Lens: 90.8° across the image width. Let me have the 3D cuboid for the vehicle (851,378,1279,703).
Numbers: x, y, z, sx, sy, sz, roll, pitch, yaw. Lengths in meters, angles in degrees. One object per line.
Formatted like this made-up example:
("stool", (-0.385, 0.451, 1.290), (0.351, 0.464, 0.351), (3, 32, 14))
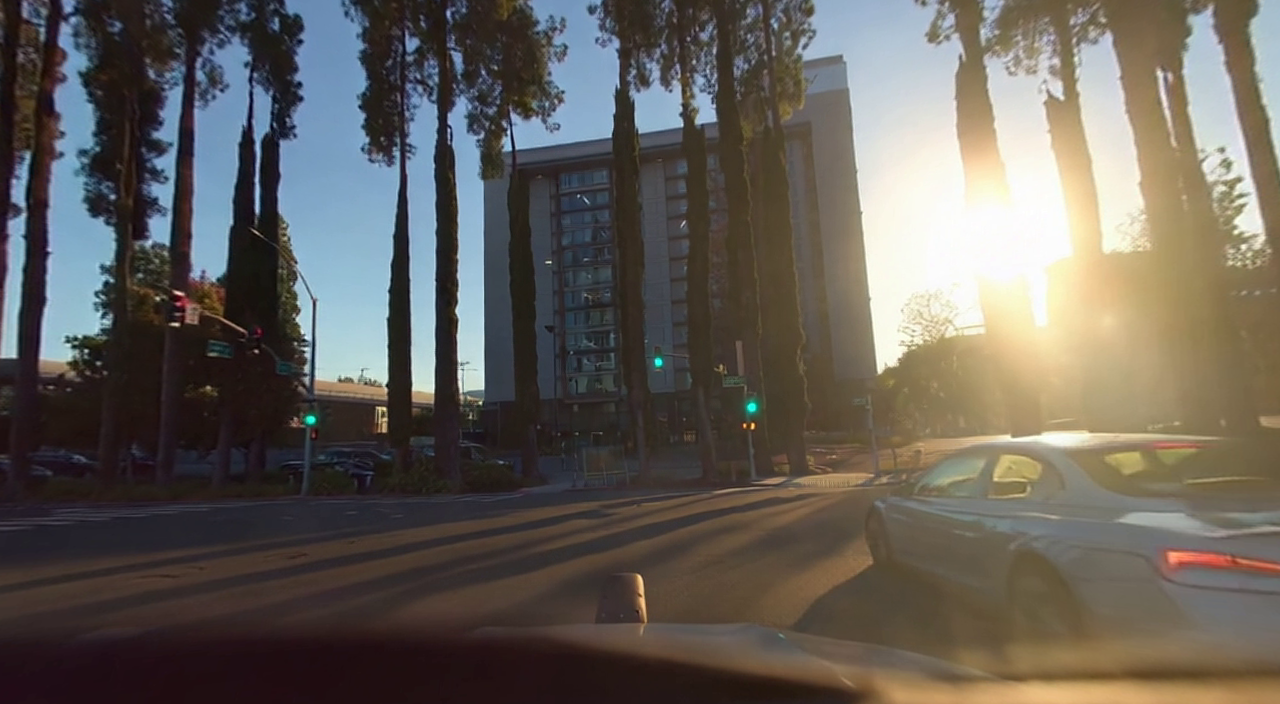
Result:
("vehicle", (3.309, 1.195, 4.718), (1.903, 1.529, 4.254), (0, -9, -1))

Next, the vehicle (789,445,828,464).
("vehicle", (12.803, 7.781, 48.113), (2.006, 1.371, 3.426), (0, -9, 0))

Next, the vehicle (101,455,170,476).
("vehicle", (-36.236, 8.159, 45.471), (1.709, 1.410, 3.945), (0, -9, -1))

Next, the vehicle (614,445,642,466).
("vehicle", (-0.928, 7.874, 48.214), (2.024, 1.489, 4.613), (0, -9, -1))

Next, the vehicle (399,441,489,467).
("vehicle", (-14.600, 7.645, 47.302), (6.021, 1.868, 2.172), (0, -9, 1))

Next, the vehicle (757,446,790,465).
("vehicle", (10.108, 7.860, 48.004), (1.692, 1.343, 3.352), (0, -9, -1))

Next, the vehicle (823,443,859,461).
("vehicle", (15.311, 7.627, 48.233), (1.704, 1.365, 3.315), (0, -9, 1))

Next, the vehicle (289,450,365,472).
("vehicle", (-21.563, 7.509, 43.587), (4.207, 1.508, 1.875), (0, -9, 2))

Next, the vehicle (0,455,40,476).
("vehicle", (-46.142, 8.253, 45.980), (1.627, 1.392, 3.330), (0, -9, 0))

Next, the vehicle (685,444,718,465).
("vehicle", (4.597, 7.754, 47.952), (1.983, 1.453, 4.180), (0, -9, -1))

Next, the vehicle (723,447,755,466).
("vehicle", (7.503, 7.962, 48.266), (1.889, 1.358, 3.751), (0, -9, 1))
